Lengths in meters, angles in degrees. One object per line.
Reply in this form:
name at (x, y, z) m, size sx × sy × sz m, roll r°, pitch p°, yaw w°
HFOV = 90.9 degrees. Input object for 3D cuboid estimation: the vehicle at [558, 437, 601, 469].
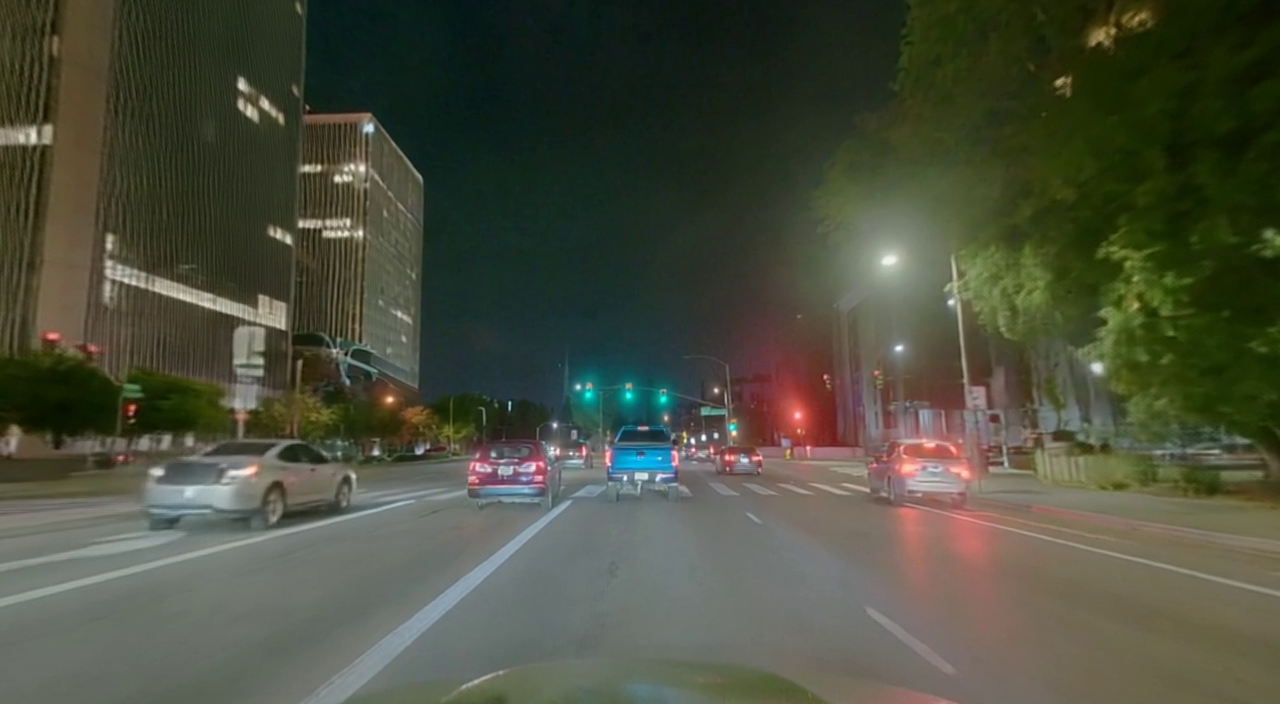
vehicle at (-3.445, 5.820, 36.588) m, size 2.018 × 1.700 × 4.142 m, roll 0°, pitch -8°, yaw 0°

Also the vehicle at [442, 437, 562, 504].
vehicle at (-3.344, 2.954, 16.237) m, size 1.986 × 1.465 × 4.509 m, roll 0°, pitch -8°, yaw 1°

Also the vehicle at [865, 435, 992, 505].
vehicle at (8.950, 3.655, 20.052) m, size 2.126 × 1.820 × 4.521 m, roll 3°, pitch -8°, yaw 3°

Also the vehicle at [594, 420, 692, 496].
vehicle at (0.094, 3.072, 18.640) m, size 2.493 × 1.934 × 4.957 m, roll 0°, pitch -8°, yaw 0°

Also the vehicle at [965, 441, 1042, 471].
vehicle at (25.417, 7.226, 43.971) m, size 5.227 × 1.935 × 2.289 m, roll 5°, pitch -10°, yaw -31°

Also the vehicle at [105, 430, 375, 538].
vehicle at (-6.721, 2.228, 11.341) m, size 1.907 × 1.541 × 4.364 m, roll 0°, pitch -8°, yaw 1°

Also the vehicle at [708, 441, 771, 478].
vehicle at (4.256, 4.651, 27.616) m, size 1.968 × 1.472 × 4.456 m, roll 0°, pitch -8°, yaw -1°

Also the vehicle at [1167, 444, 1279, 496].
vehicle at (20.528, 3.798, 20.504) m, size 4.653 × 1.591 × 2.137 m, roll -1°, pitch -8°, yaw 4°
